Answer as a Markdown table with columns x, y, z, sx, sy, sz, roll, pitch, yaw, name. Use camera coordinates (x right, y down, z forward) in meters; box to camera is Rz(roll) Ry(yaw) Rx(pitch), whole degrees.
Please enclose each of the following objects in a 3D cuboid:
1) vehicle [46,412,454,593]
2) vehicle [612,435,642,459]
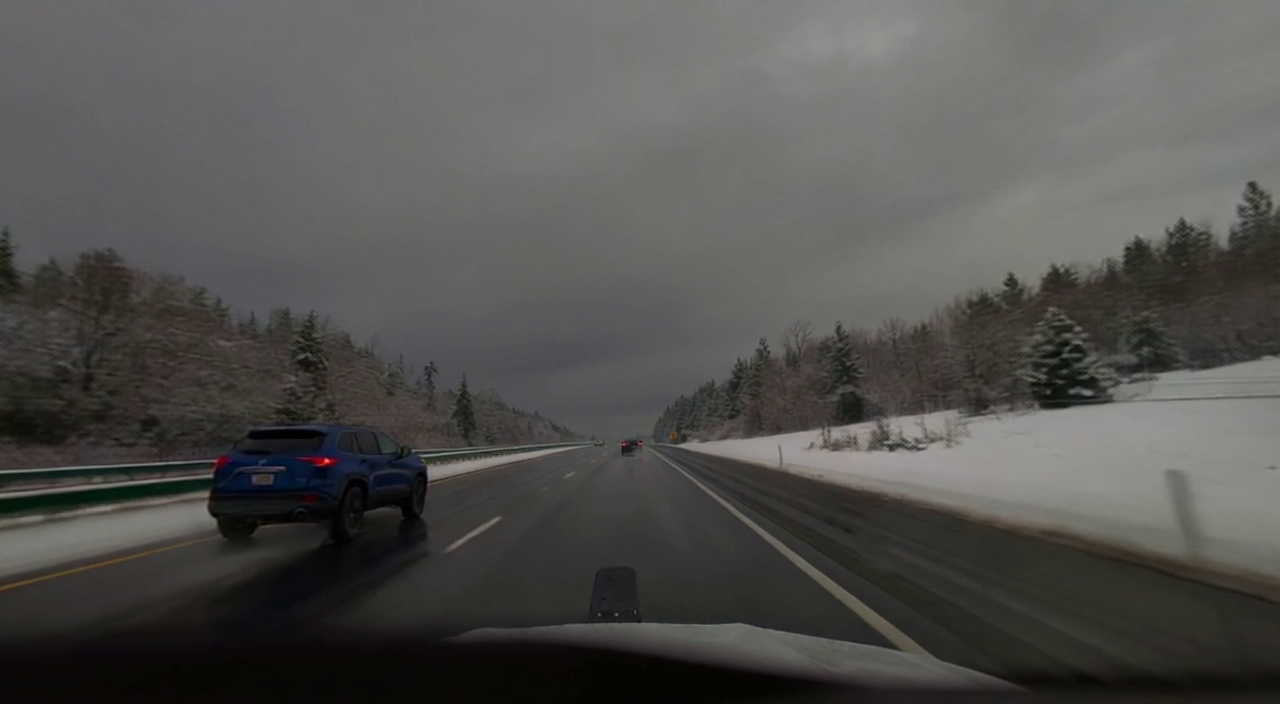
| x | y | z | sx | sy | sz | roll | pitch | yaw | name |
| --- | --- | --- | --- | --- | --- | --- | --- | --- | --- |
| -4.077 | 1.618 | 7.883 | 2.072 | 1.545 | 4.767 | 0 | -8 | 0 | vehicle |
| -0.851 | 6.101 | 40.648 | 1.836 | 1.450 | 3.519 | 0 | -8 | -1 | vehicle |
